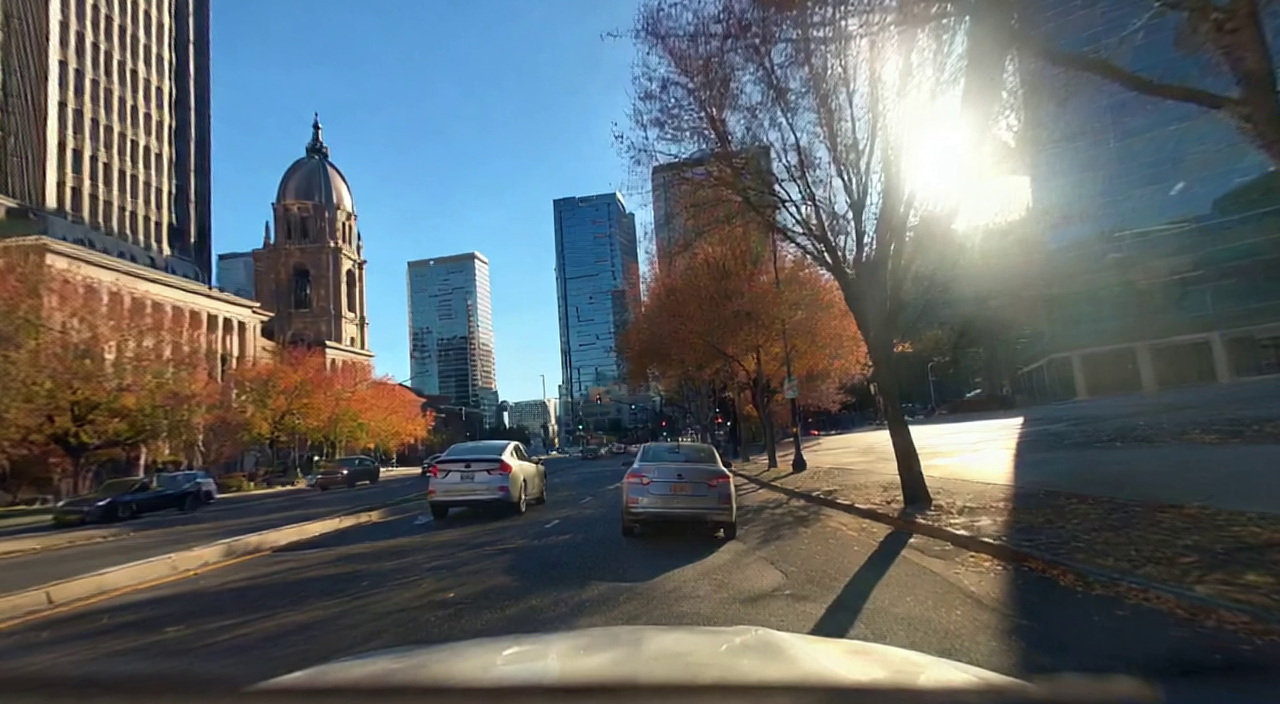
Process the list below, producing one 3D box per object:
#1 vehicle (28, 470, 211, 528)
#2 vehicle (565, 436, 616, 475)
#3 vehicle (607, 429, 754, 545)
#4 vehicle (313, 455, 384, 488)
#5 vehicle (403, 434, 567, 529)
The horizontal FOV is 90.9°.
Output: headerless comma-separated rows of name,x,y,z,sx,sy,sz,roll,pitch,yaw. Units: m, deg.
vehicle,-17.003,4.799,21.011,2.092,1.522,4.624,0,-9,1
vehicle,-2.350,5.018,30.827,1.969,1.764,4.160,0,-9,3
vehicle,0.612,2.074,10.301,1.933,1.504,3.802,0,-9,3
vehicle,-16.928,6.934,36.900,2.075,1.700,4.405,0,-9,0
vehicle,-2.763,2.422,12.385,1.961,1.517,4.202,0,-9,3
